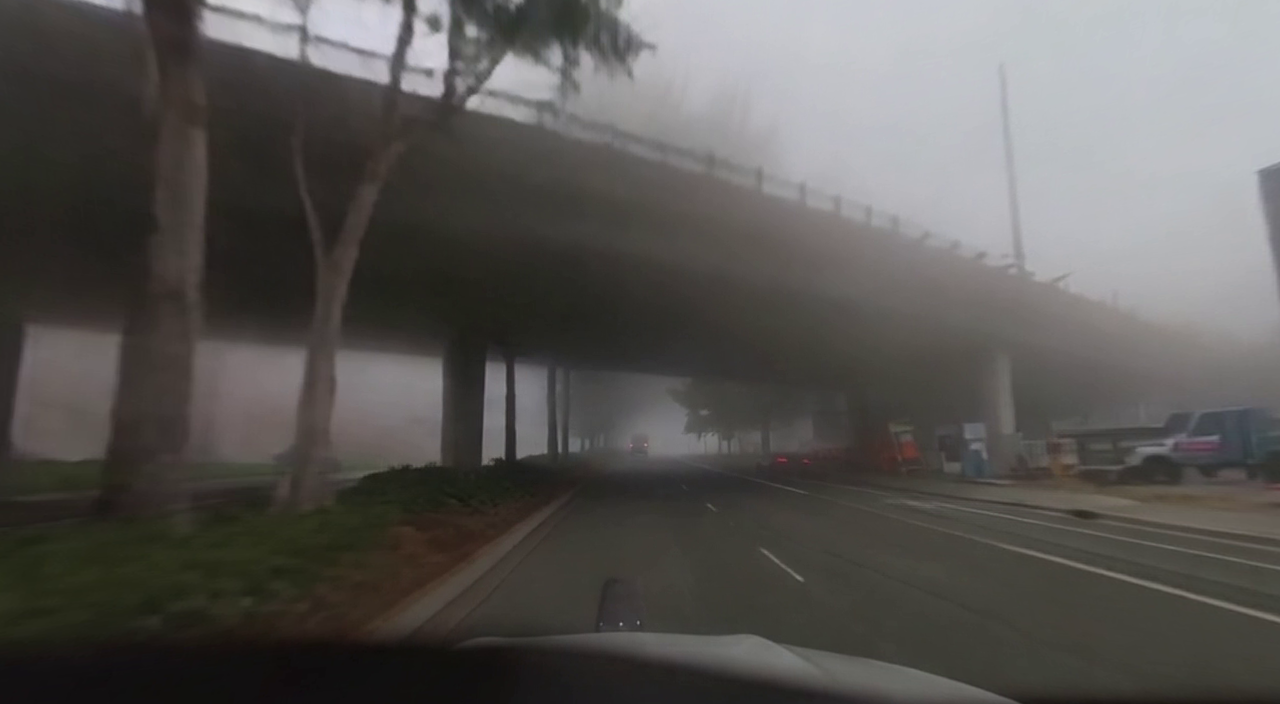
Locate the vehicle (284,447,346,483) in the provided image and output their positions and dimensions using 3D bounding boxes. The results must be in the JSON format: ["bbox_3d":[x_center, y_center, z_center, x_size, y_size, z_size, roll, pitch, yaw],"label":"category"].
[{"bbox_3d":[-17.556,5.995,34.036,2.613,1.746,6.093,4,-10,-28],"label":"vehicle"}]
